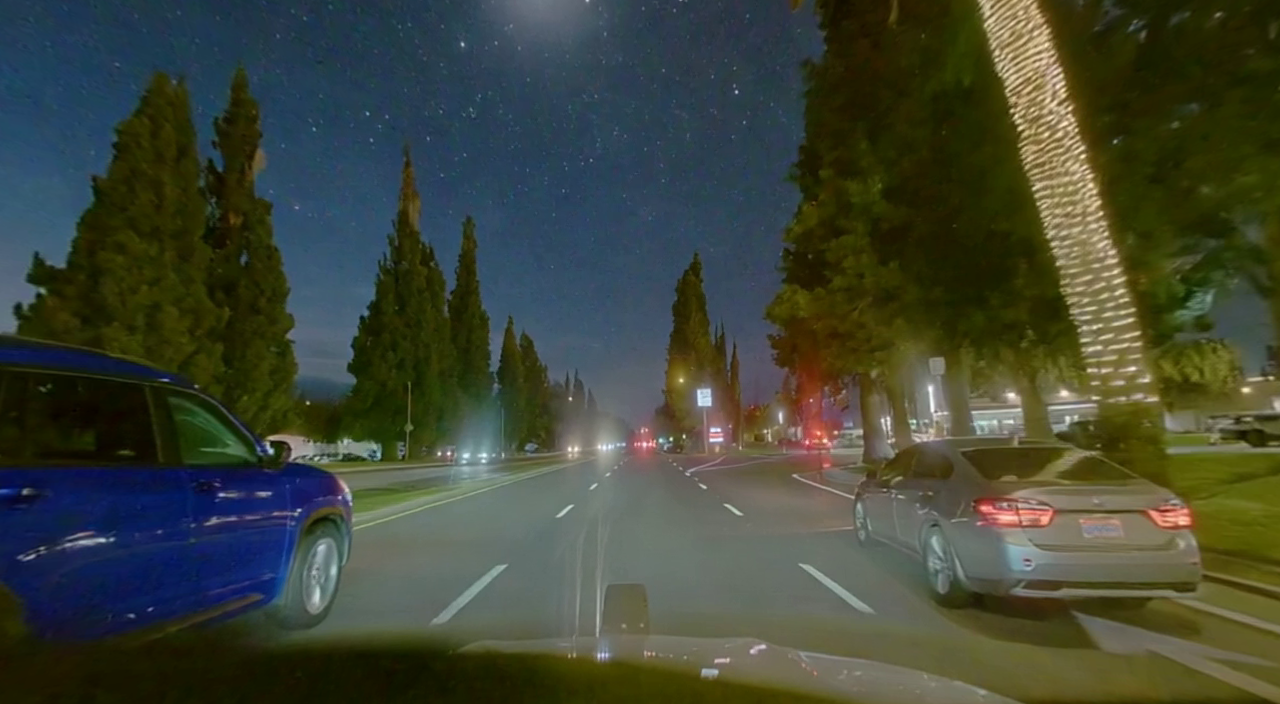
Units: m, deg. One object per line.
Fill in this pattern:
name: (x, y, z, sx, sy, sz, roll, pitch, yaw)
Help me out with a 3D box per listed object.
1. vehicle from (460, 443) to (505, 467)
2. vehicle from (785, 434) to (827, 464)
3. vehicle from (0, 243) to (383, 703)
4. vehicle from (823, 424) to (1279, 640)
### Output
vehicle: (-10.072, 6.624, 40.651, 1.847, 1.481, 3.819, 0, -9, 1)
vehicle: (10.932, 6.325, 41.212, 2.180, 1.808, 4.462, -3, -9, 20)
vehicle: (-3.337, 0.758, 3.139, 2.152, 1.987, 4.527, 0, -9, 0)
vehicle: (3.580, 1.581, 6.661, 1.978, 1.455, 4.582, 0, -9, 1)
